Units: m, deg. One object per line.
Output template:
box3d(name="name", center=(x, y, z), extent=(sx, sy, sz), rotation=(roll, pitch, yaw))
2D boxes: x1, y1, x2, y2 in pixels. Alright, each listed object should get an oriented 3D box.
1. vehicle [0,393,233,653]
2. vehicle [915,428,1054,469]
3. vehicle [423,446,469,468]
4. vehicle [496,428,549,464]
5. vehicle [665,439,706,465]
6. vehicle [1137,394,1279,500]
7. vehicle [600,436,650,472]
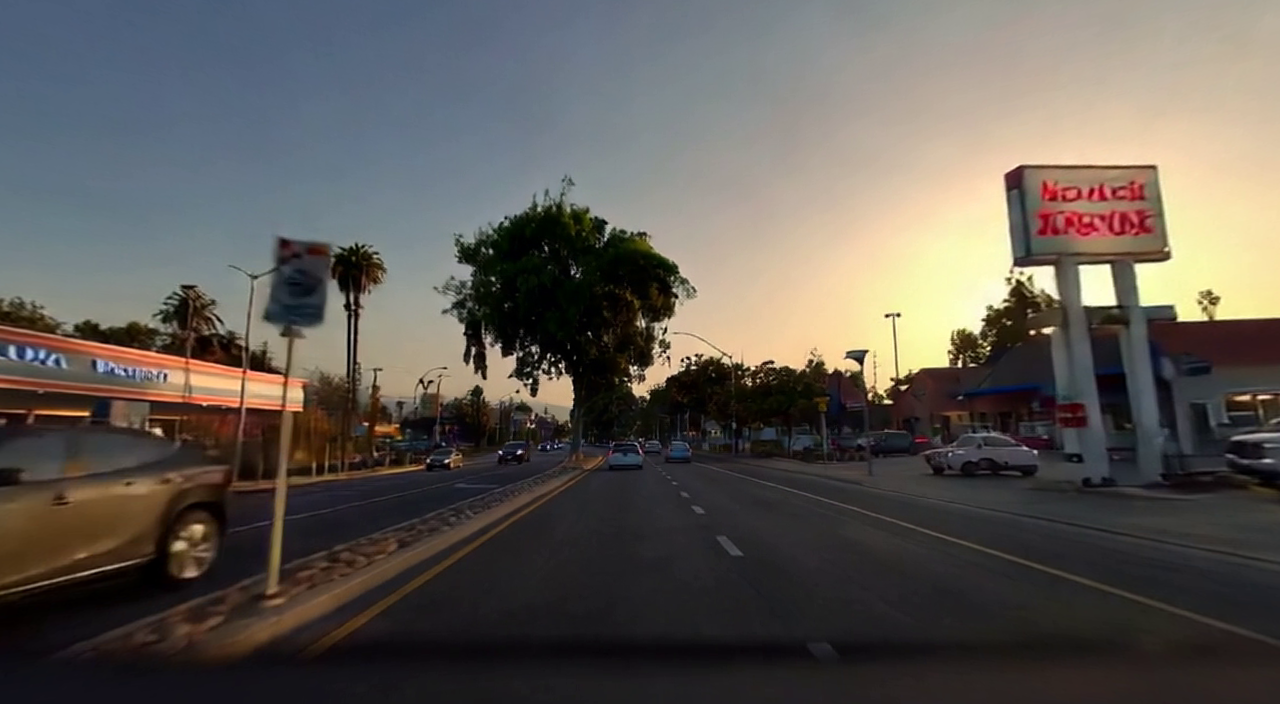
box3d(name="vehicle", center=(-5.128, 1.110, 4.100), extent=(2.060, 1.643, 4.359), rotation=(-1, -9, 0))
box3d(name="vehicle", center=(13.570, 3.815, 25.100), extent=(4.360, 1.523, 1.900), rotation=(0, -9, -1))
box3d(name="vehicle", center=(-14.397, 7.802, 47.213), extent=(1.899, 1.500, 4.521), rotation=(-1, -9, 1))
box3d(name="vehicle", center=(-8.749, 7.117, 47.853), extent=(2.820, 2.454, 5.993), rotation=(-1, -9, 0))
box3d(name="vehicle", center=(2.728, 6.099, 38.839), extent=(2.060, 1.471, 4.168), rotation=(0, -9, -1))
box3d(name="vehicle", center=(13.680, 1.864, 12.650), extent=(5.718, 1.911, 2.088), rotation=(0, -9, -2))
box3d(name="vehicle", center=(-0.693, 4.706, 29.459), extent=(2.160, 1.508, 4.319), rotation=(0, -9, -2))
